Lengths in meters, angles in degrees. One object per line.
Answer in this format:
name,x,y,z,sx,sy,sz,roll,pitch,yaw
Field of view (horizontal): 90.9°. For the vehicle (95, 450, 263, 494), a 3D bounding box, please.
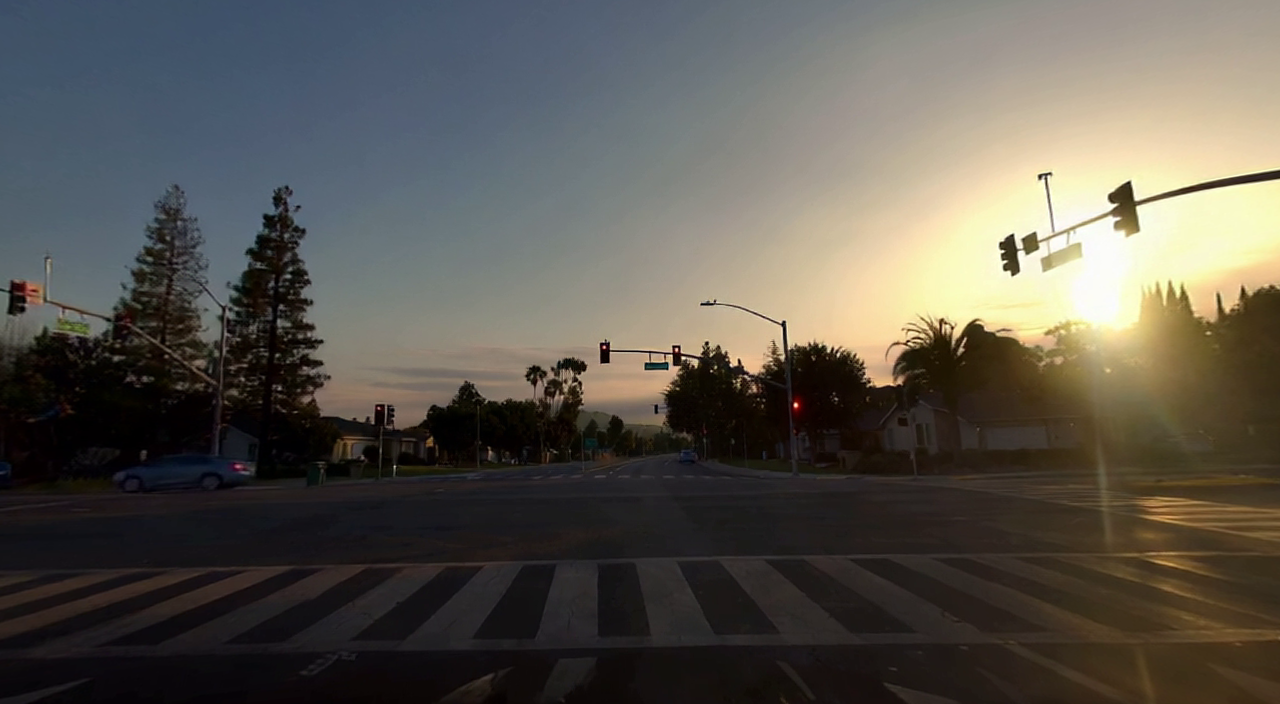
vehicle,-16.481,4.282,22.700,4.562,1.460,1.822,0,-8,0
